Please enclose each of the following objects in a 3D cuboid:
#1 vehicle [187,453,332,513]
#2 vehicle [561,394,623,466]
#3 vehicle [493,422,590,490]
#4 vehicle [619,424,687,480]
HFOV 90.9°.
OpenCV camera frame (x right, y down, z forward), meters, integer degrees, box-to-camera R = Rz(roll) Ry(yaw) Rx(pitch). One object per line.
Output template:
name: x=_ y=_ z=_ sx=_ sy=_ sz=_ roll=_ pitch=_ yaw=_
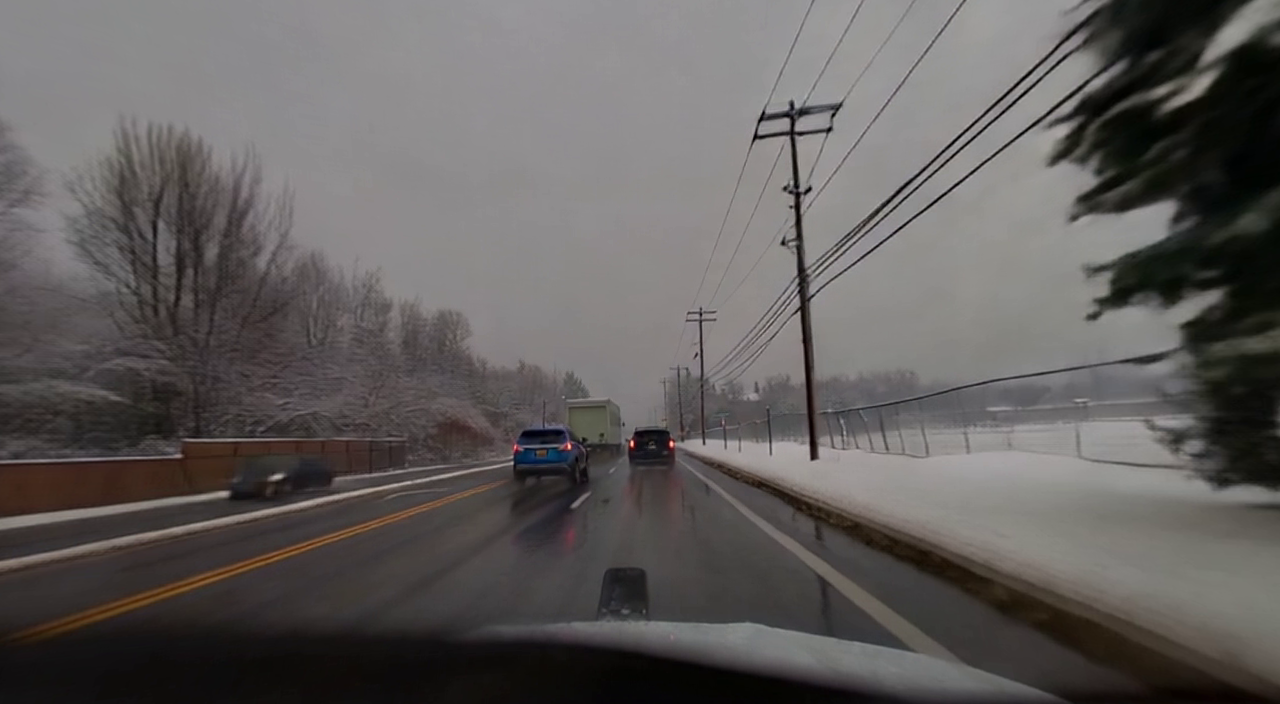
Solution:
vehicle: x=-11.969 y=4.106 z=20.207 sx=2.052 sy=1.401 sz=4.191 roll=-7 pitch=-8 yaw=0
vehicle: x=-2.617 y=4.814 z=38.035 sx=2.928 sy=3.658 sz=10.953 roll=0 pitch=-8 yaw=0
vehicle: x=-2.842 y=3.146 z=19.327 sx=2.093 sy=1.832 sz=4.508 roll=0 pitch=-8 yaw=2
vehicle: x=0.411 y=3.494 z=22.228 sx=2.174 sy=1.749 sz=4.113 roll=0 pitch=-8 yaw=0
